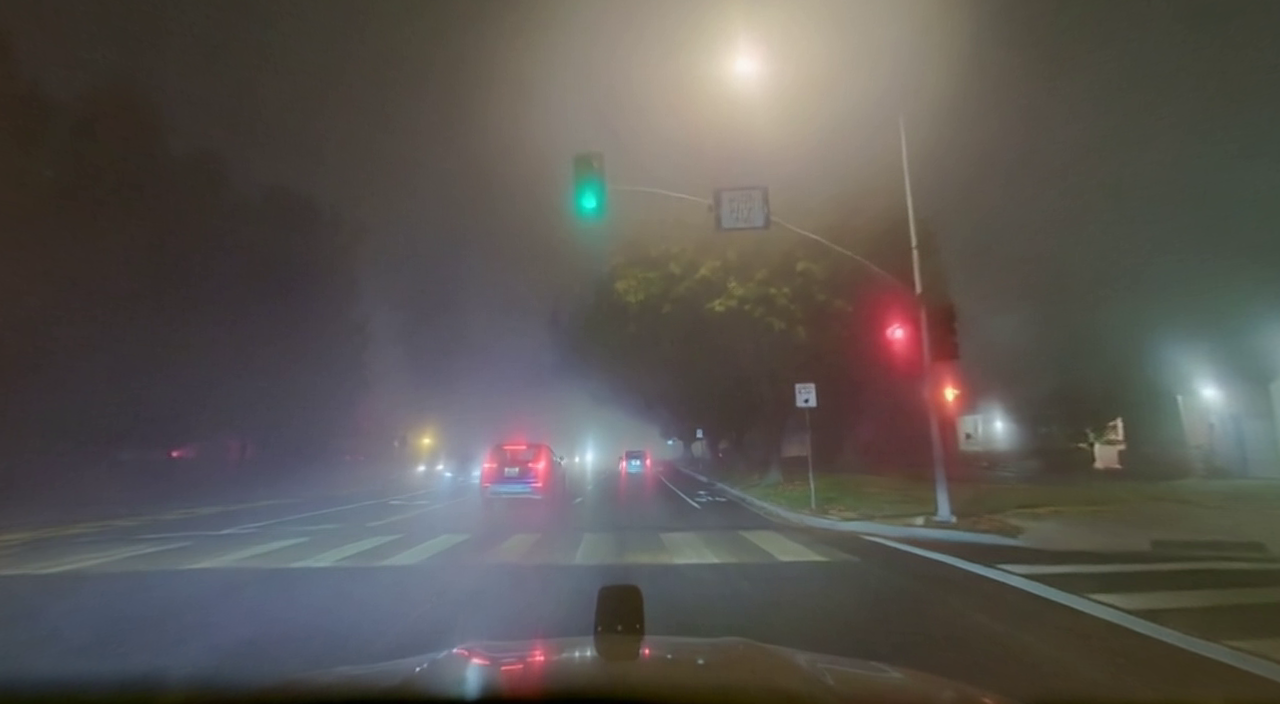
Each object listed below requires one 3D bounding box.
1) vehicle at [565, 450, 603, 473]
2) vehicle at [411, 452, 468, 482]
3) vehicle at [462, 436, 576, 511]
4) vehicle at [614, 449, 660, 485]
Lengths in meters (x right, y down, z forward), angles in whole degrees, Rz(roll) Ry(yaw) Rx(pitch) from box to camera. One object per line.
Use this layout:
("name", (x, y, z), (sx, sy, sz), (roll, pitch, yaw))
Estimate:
("vehicle", (-3.847, 7.636, 44.294), (2.268, 1.522, 4.350), (0, -8, 0))
("vehicle", (-12.823, 7.398, 40.748), (2.034, 1.661, 4.686), (-4, -10, 2))
("vehicle", (-3.113, 3.234, 17.355), (2.157, 1.771, 4.452), (0, -8, 1))
("vehicle", (-0.136, 5.439, 30.139), (2.062, 1.518, 3.901), (0, -8, 0))
